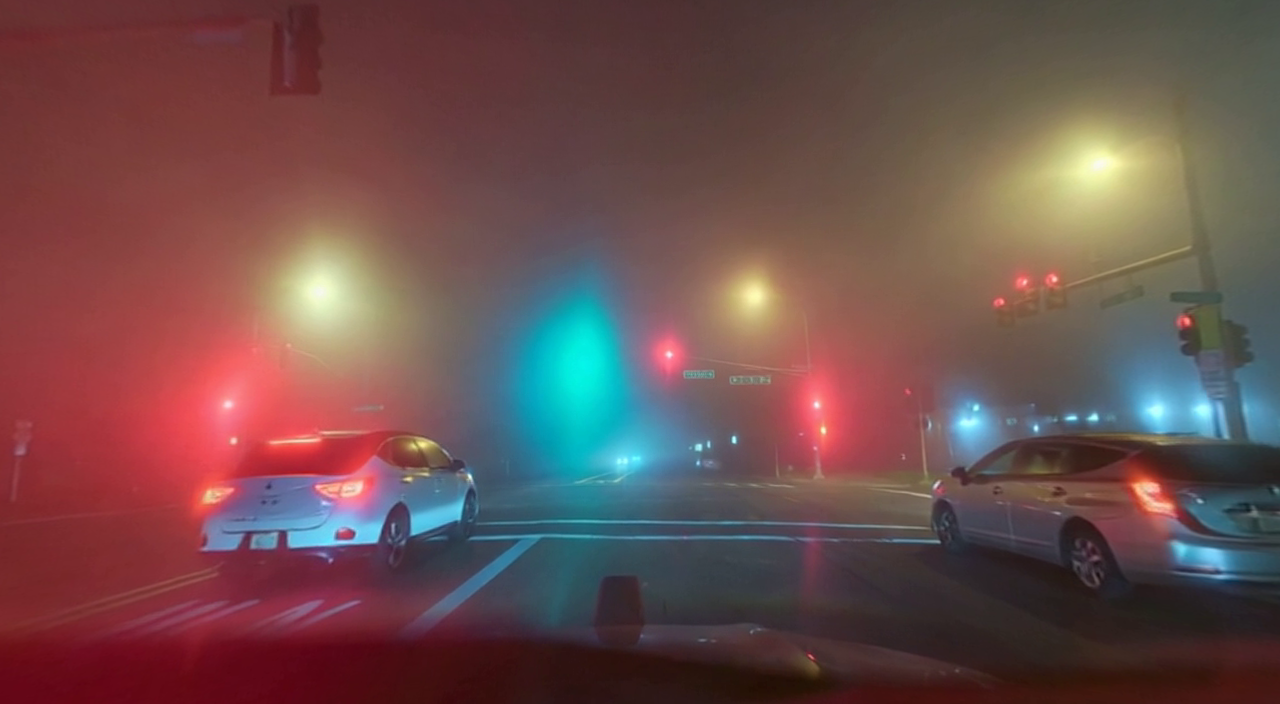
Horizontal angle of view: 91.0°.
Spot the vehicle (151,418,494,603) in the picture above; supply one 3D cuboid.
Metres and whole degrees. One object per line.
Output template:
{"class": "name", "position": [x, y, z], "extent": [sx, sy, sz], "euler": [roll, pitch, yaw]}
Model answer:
{"class": "vehicle", "position": [-3.350, 1.740, 7.834], "extent": [1.947, 1.627, 4.248], "euler": [0, -9, 1]}

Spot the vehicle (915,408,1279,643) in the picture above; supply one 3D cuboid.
{"class": "vehicle", "position": [4.984, 1.570, 6.776], "extent": [2.039, 1.655, 4.495], "euler": [0, -9, 1]}
